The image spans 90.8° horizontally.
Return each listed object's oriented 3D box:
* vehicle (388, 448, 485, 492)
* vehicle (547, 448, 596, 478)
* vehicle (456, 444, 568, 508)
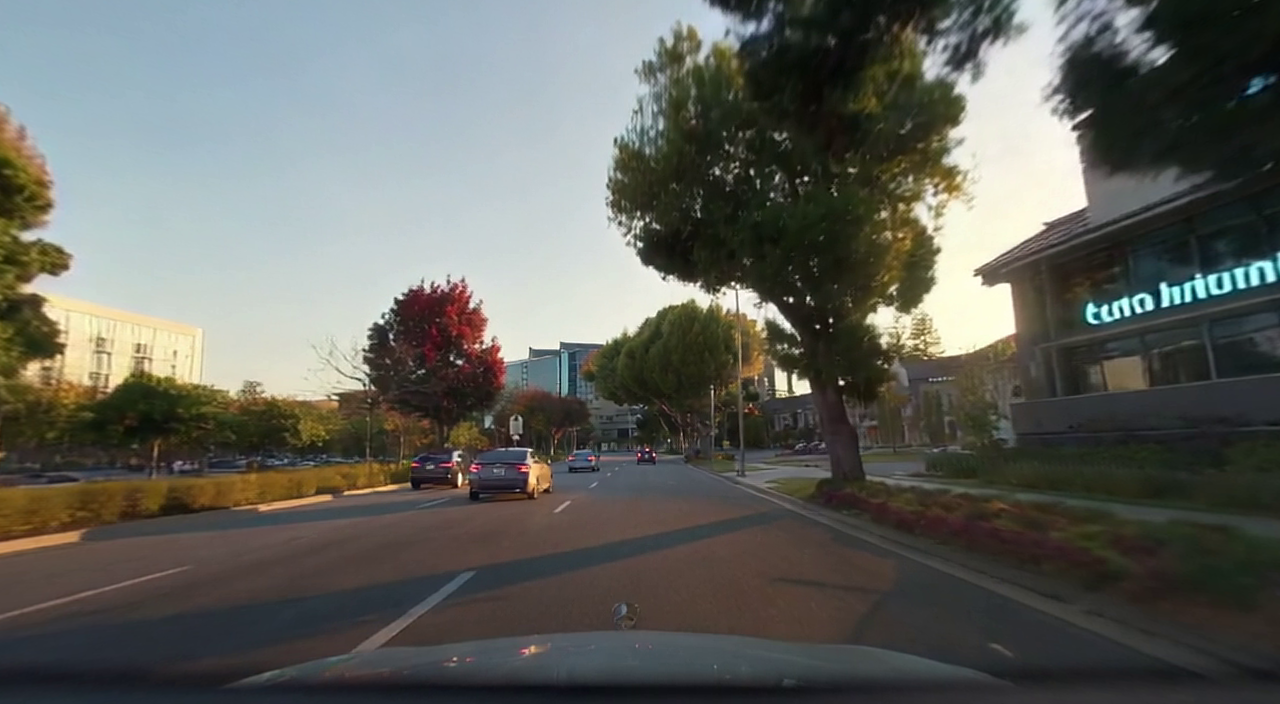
[{"bbox_3d":[-7.496,4.371,23.811,1.976,1.497,4.709,0,-9,2],"label":"vehicle"},{"bbox_3d":[-3.443,5.697,32.607,1.971,1.414,4.317,0,-9,1],"label":"vehicle"},{"bbox_3d":[-3.266,3.266,17.147,2.011,1.483,4.596,0,-9,1],"label":"vehicle"}]
